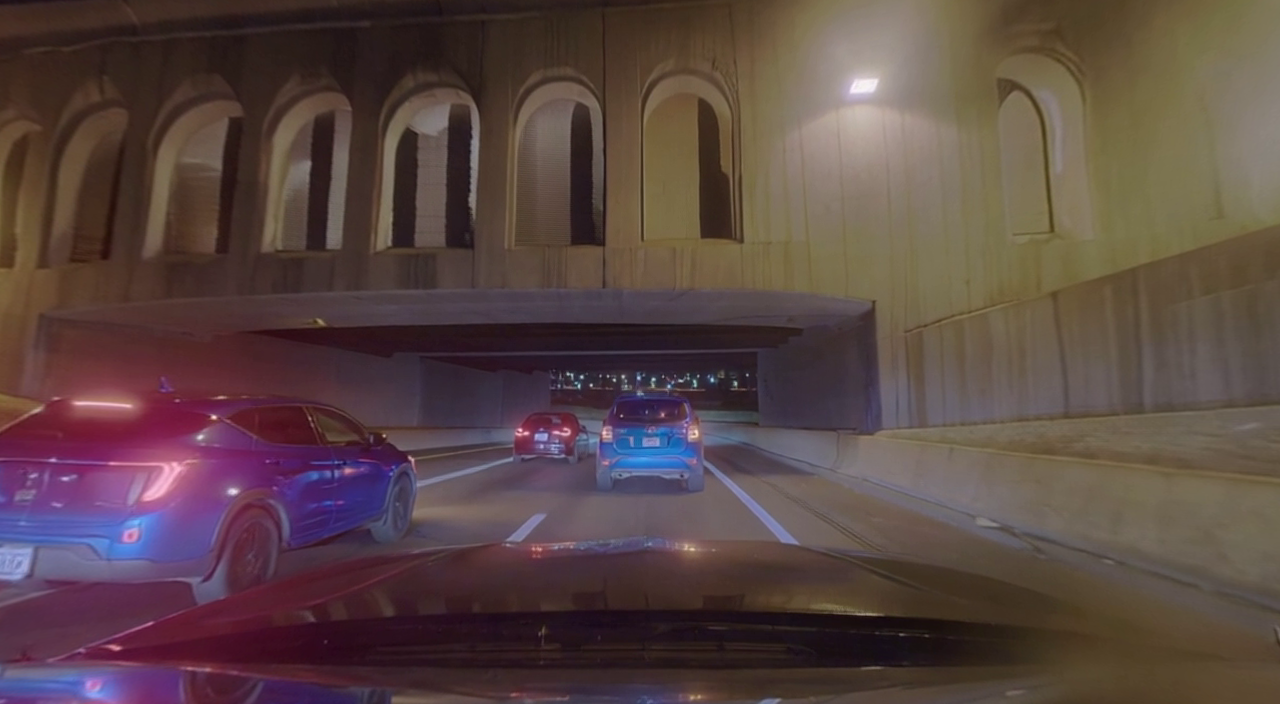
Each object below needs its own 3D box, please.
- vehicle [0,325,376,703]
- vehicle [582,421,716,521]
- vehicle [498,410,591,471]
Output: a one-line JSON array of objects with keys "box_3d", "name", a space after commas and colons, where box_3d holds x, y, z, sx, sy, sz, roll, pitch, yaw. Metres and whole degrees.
[{"box_3d": [-3.556, 0.946, 3.654, 2.017, 1.761, 4.572, 0, -8, 1], "name": "vehicle"}, {"box_3d": [0.114, 2.098, 11.632, 2.020, 1.478, 4.092, 0, -8, -1], "name": "vehicle"}, {"box_3d": [-3.372, 3.316, 23.562, 2.329, 1.948, 5.800, -1, -8, 3], "name": "vehicle"}]
